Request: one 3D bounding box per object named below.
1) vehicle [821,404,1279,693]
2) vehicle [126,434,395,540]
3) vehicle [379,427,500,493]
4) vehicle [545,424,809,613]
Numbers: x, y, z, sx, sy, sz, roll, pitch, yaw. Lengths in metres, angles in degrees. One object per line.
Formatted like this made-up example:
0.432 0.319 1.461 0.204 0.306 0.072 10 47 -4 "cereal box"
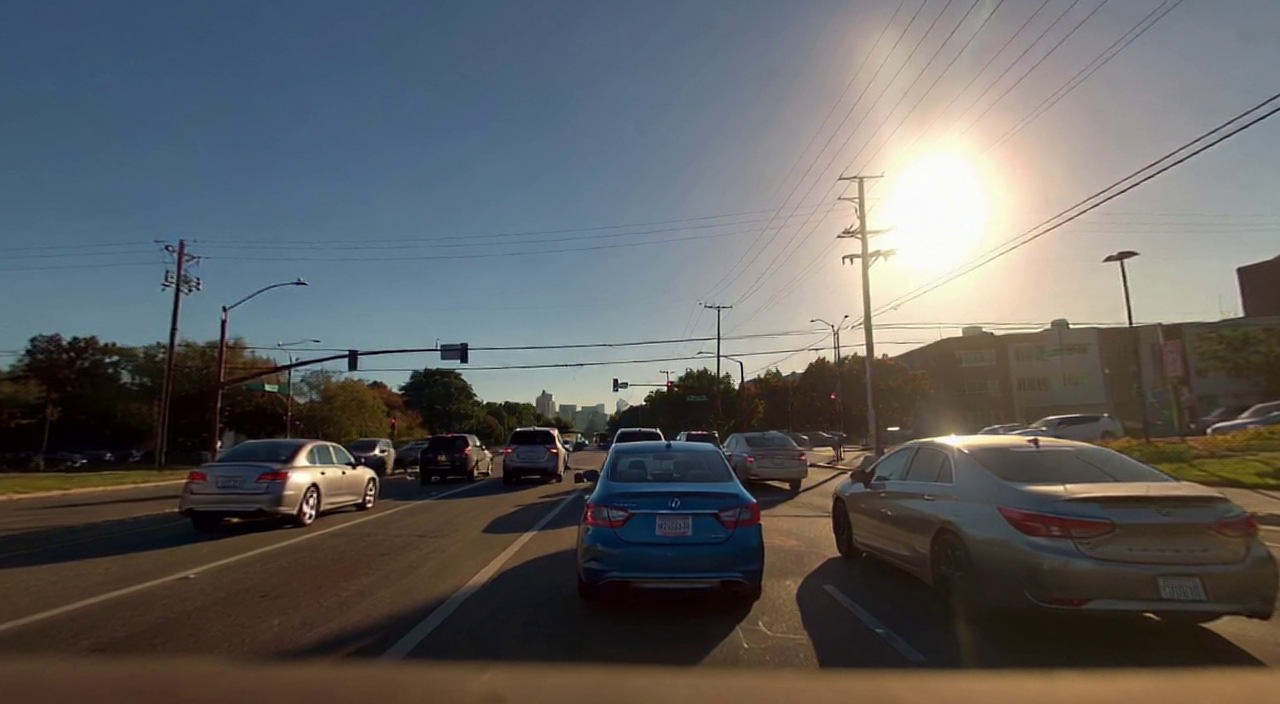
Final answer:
3.133 1.344 5.487 1.870 1.523 4.096 0 -8 0 "vehicle"
-6.418 2.294 11.500 1.955 1.497 4.639 -1 -8 1 "vehicle"
-6.277 3.447 20.541 2.070 1.824 5.196 -1 -8 2 "vehicle"
0.301 1.625 7.094 2.109 1.483 3.964 0 -8 0 "vehicle"
